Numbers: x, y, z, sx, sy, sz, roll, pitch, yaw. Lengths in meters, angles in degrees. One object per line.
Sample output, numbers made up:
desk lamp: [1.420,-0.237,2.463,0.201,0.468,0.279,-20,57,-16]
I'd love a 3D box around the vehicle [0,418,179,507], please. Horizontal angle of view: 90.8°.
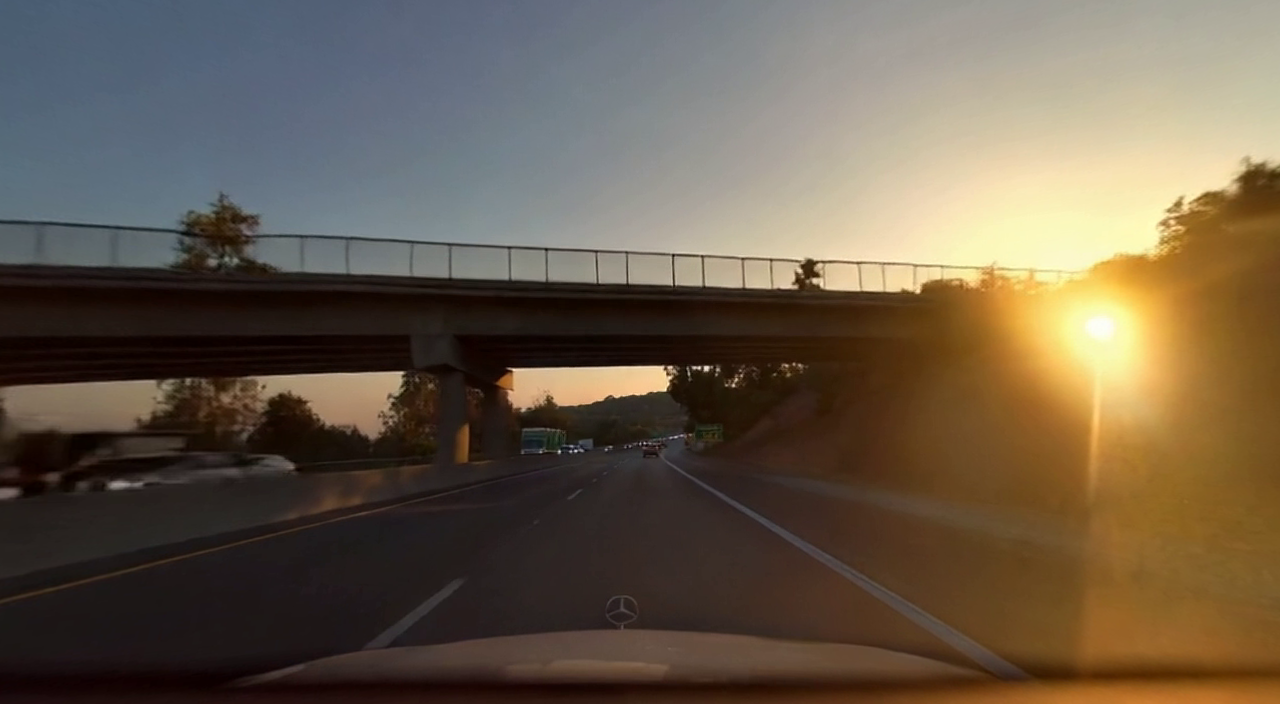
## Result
vehicle: [-20.679,3.924,22.785,2.550,2.690,7.180,0,-9,0]

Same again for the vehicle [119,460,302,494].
vehicle: [-20.681,6.088,31.407,2.518,1.226,9.557,-1,-9,0]
